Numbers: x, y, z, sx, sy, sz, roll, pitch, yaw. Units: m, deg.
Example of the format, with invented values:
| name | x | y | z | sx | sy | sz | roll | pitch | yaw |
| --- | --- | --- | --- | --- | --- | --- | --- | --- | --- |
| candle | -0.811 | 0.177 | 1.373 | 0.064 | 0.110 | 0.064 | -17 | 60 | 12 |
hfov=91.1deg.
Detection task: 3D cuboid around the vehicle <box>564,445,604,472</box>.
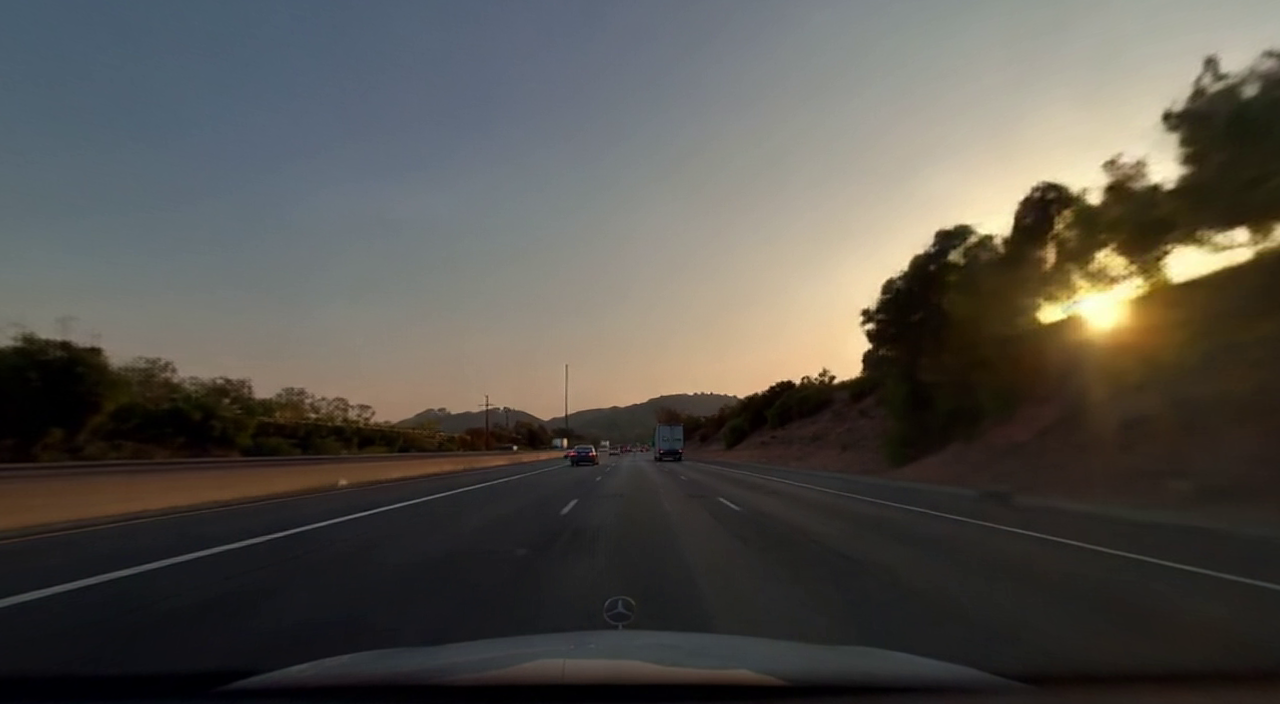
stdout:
| name | x | y | z | sx | sy | sz | roll | pitch | yaw |
| --- | --- | --- | --- | --- | --- | --- | --- | --- | --- |
| vehicle | -3.322 | 6.472 | 38.265 | 2.100 | 1.525 | 4.179 | 0 | -9 | 0 |
